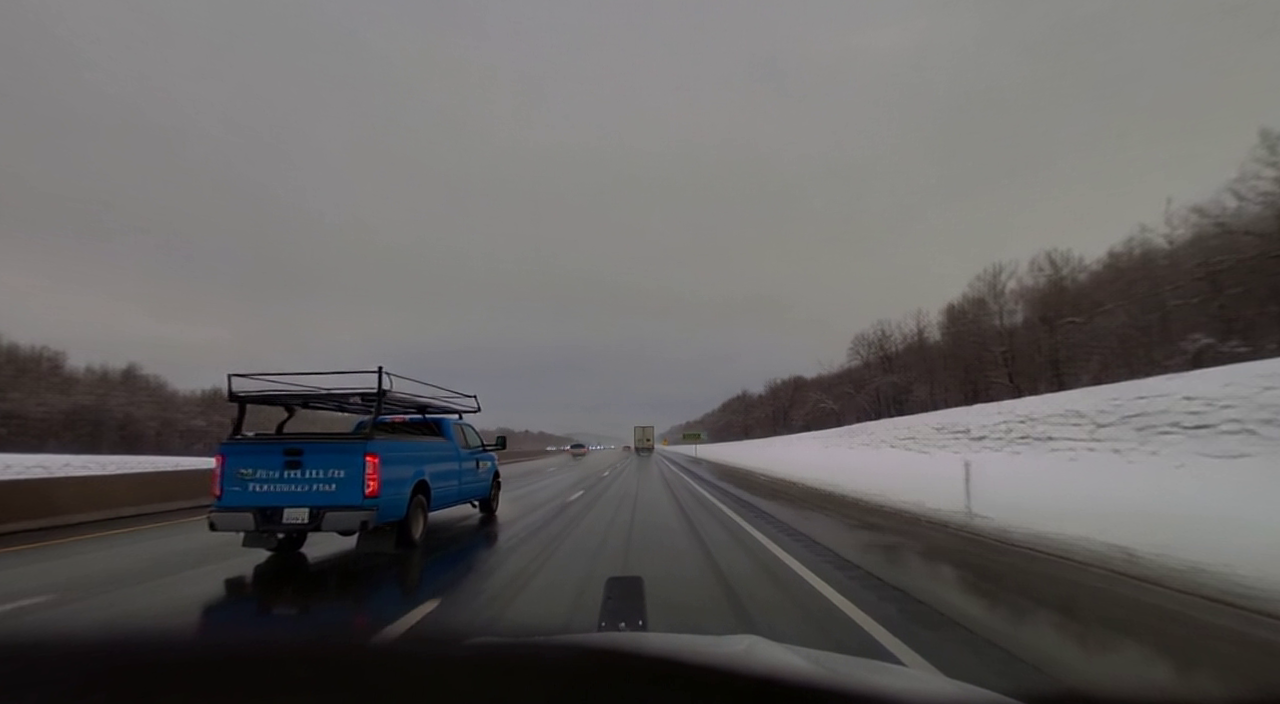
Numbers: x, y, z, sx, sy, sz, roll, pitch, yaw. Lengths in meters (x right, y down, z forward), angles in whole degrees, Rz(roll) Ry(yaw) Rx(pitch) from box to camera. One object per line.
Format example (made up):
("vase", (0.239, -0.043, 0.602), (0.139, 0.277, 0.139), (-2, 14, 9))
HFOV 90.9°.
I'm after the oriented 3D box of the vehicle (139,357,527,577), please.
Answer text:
("vehicle", (-3.877, 1.697, 10.160), (2.791, 2.330, 6.725), (0, -8, 1))
